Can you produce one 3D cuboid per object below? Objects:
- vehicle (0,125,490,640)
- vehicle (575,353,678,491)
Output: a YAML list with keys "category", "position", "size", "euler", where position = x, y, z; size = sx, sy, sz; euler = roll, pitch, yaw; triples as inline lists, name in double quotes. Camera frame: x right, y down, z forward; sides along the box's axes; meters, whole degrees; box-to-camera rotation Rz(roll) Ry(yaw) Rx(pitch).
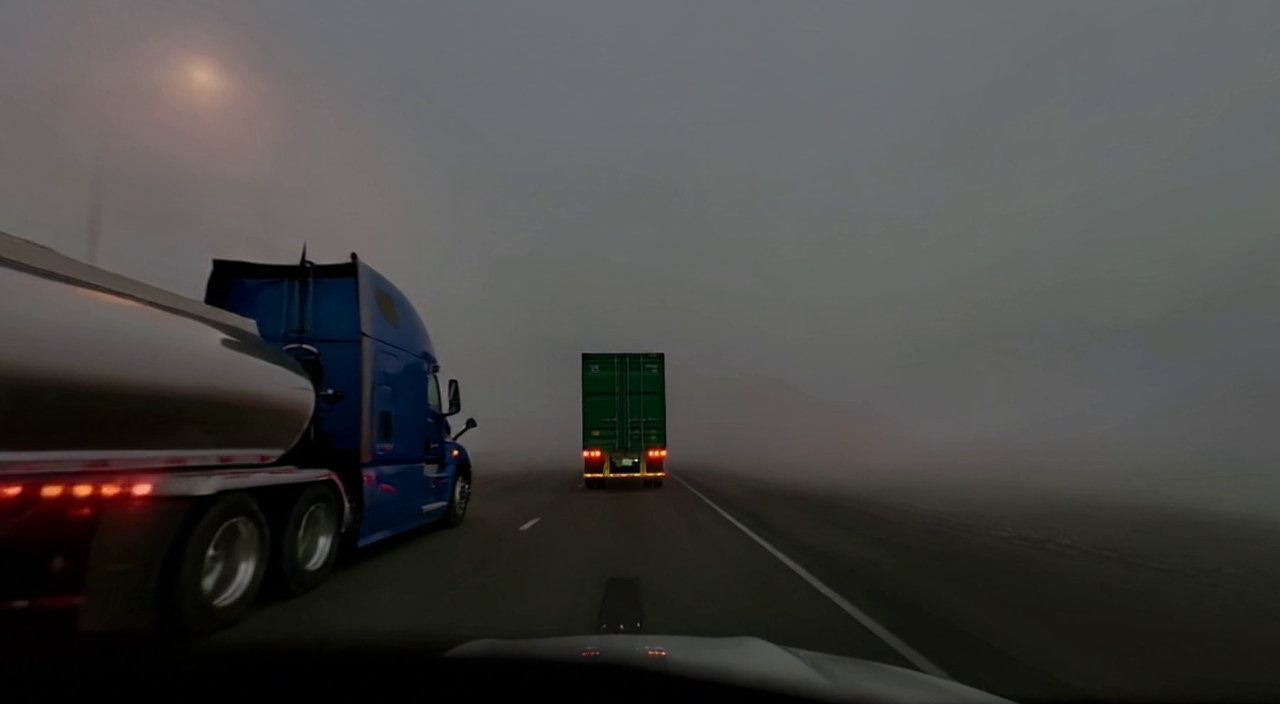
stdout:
- category: "vehicle"
  position: [-4.216, 0.535, 7.281]
  size: [3.418, 3.652, 5.690]
  euler: [0, -9, 1]
- category: "vehicle"
  position: [-0.347, 2.861, 23.954]
  size: [2.942, 4.003, 11.297]
  euler: [0, -9, 0]
